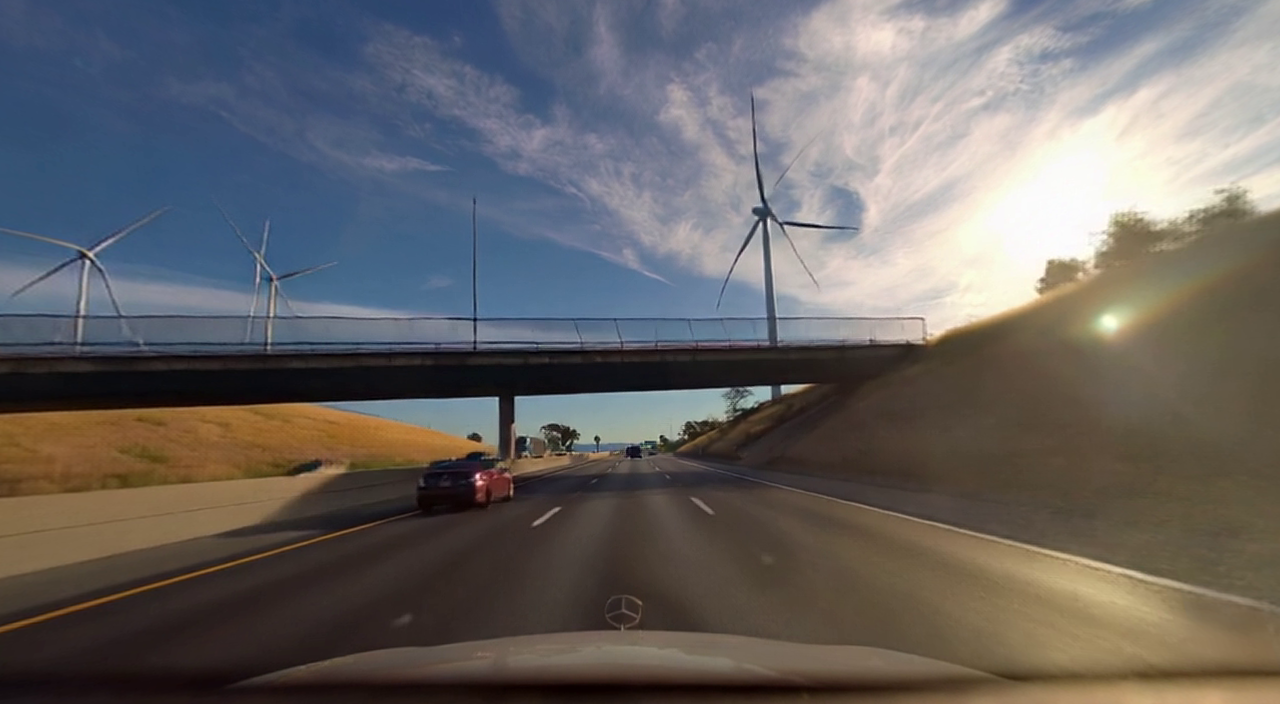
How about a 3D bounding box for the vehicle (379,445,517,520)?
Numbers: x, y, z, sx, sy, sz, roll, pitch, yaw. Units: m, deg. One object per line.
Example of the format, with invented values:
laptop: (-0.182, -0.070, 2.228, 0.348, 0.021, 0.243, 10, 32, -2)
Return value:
vehicle: (-4.286, 2.964, 14.838, 1.921, 1.481, 4.120, 0, -9, 0)
